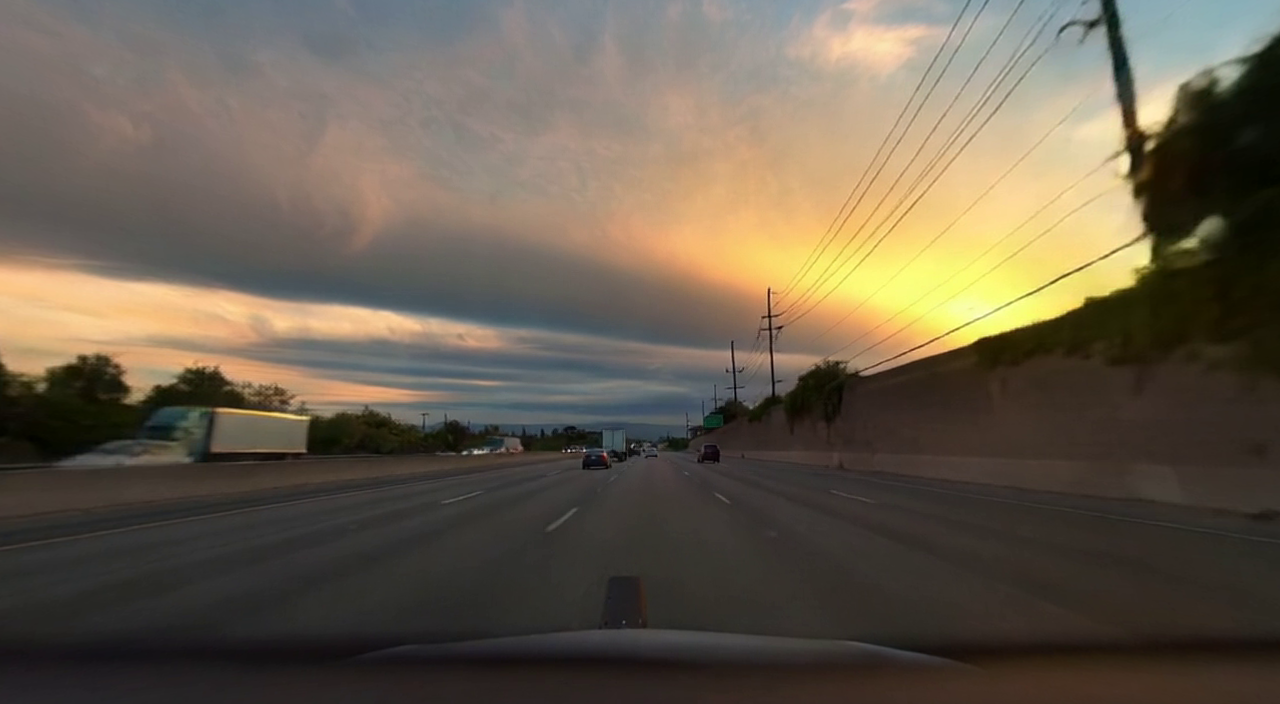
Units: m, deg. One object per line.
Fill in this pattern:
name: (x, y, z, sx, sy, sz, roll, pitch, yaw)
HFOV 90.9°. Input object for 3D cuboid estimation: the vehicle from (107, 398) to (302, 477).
vehicle: (-23.099, 4.799, 34.633, 3.023, 3.670, 10.527, 0, -9, 1)

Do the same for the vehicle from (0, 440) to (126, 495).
vehicle: (-18.600, 3.476, 19.188, 1.944, 1.513, 4.559, 0, -9, 1)

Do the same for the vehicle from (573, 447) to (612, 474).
vehicle: (-2.759, 6.429, 37.445, 2.004, 1.498, 4.043, 0, -9, 1)

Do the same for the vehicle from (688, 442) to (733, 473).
vehicle: (4.385, 6.666, 39.974, 2.214, 1.799, 4.627, 0, -9, -1)
